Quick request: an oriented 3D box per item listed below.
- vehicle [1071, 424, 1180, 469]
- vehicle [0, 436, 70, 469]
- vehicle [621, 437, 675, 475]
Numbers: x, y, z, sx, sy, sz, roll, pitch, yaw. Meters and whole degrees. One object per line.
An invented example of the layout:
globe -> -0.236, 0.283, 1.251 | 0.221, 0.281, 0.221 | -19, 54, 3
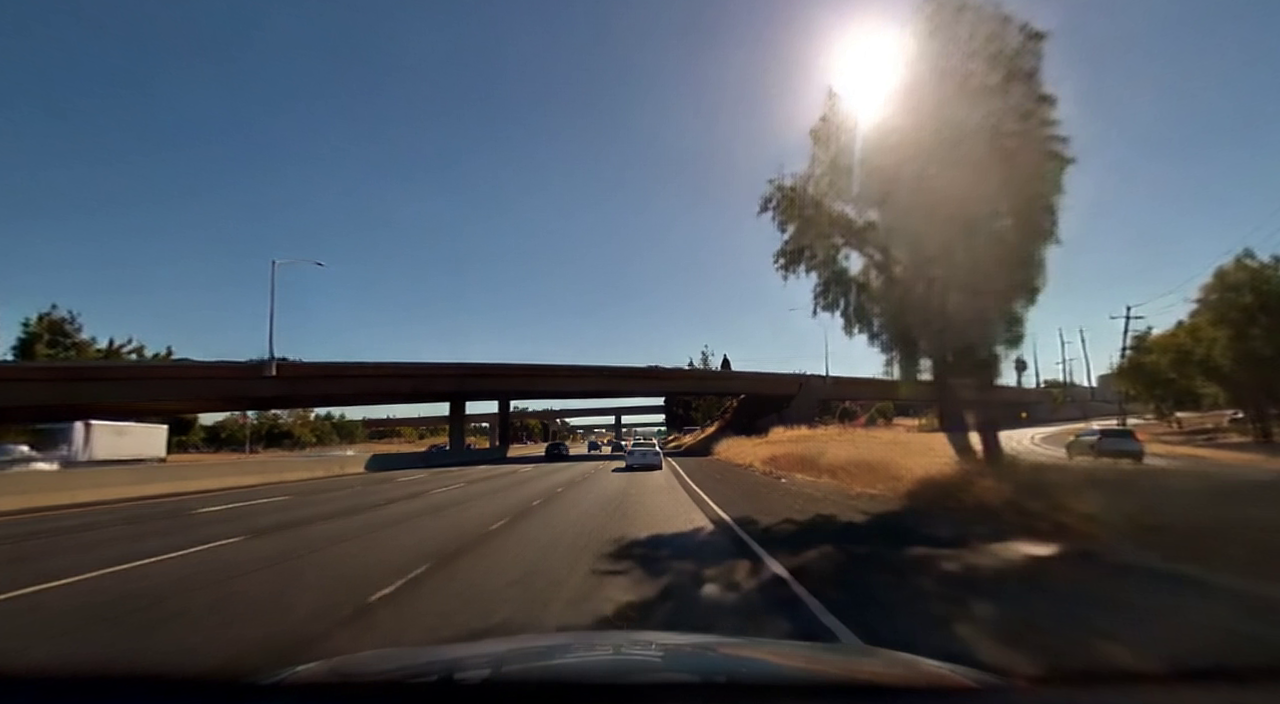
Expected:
vehicle -> 21.016, 4.116, 27.570 | 2.095, 1.674, 4.530 | 1, -8, 15
vehicle -> -44.651, 7.176, 45.241 | 2.857, 2.170, 4.763 | -1, -8, 1
vehicle -> 0.340, 4.472, 27.322 | 2.145, 1.493, 4.146 | 0, -8, 0
